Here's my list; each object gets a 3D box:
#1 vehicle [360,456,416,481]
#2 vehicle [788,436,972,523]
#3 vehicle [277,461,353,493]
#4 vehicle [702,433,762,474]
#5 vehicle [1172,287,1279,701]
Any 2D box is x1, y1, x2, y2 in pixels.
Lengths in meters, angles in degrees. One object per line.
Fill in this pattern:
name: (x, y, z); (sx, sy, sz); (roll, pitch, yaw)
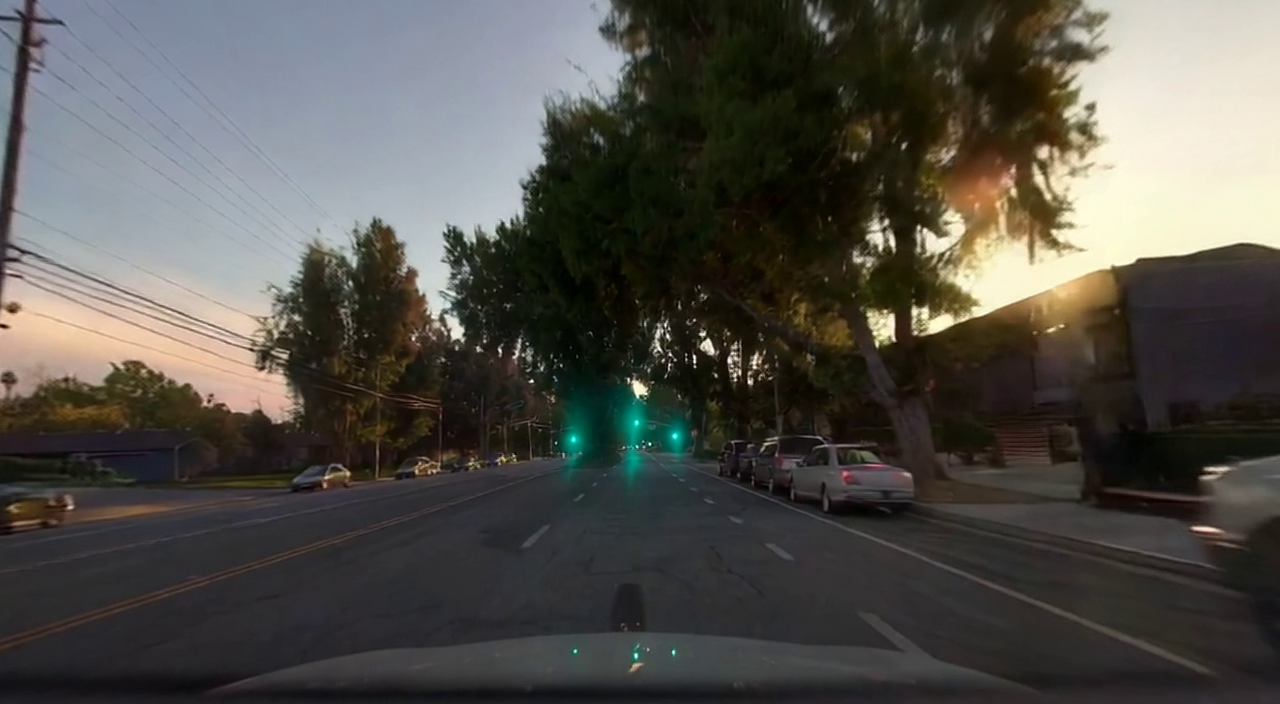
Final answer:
vehicle: (-17.799, 8.258, 44.878); (2.151, 1.560, 4.657); (0, -9, -1)
vehicle: (4.599, 2.510, 13.087); (1.844, 1.426, 4.916); (0, -9, 0)
vehicle: (-17.647, 6.770, 34.574); (1.811, 1.505, 4.507); (0, -9, -1)
vehicle: (4.387, 4.943, 30.929); (2.059, 1.783, 5.221); (0, -9, -1)
vehicle: (4.564, 0.362, 0.856); (2.438, 2.086, 5.821); (0, -9, -2)
